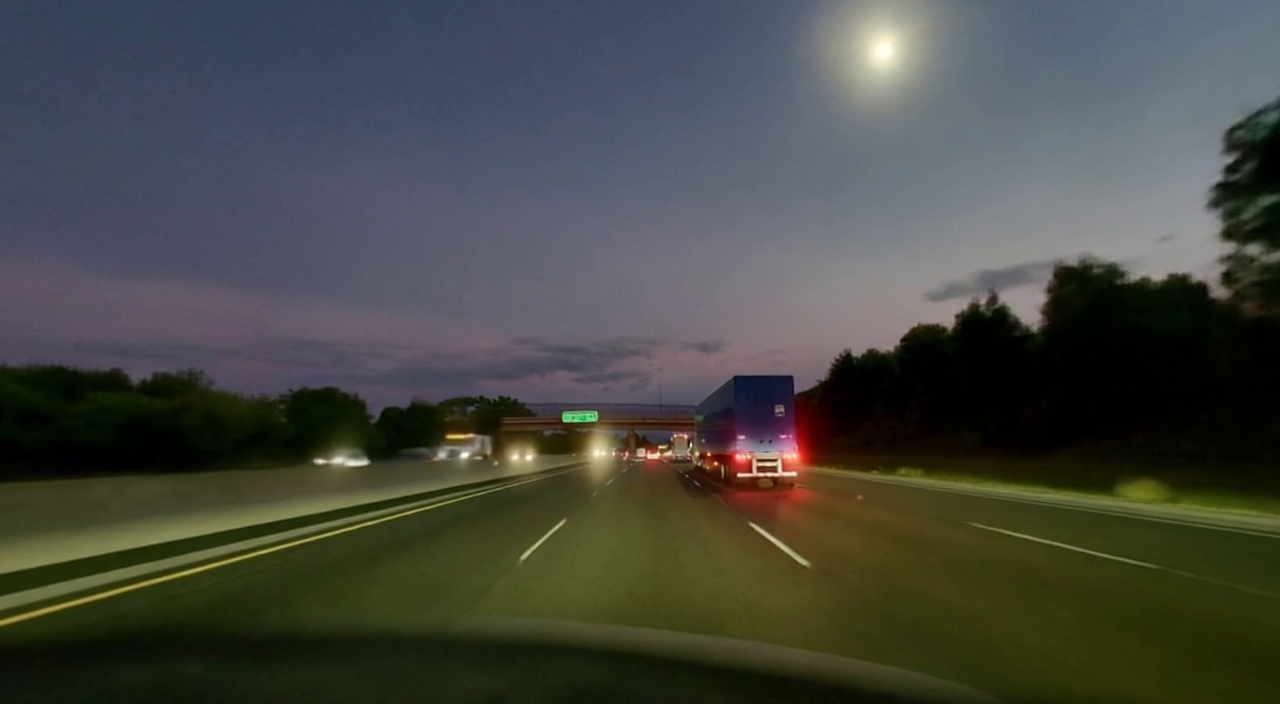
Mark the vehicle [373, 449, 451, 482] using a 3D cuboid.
[{"bbox_3d":[-10.600,5.304,29.694,1.954,1.449,4.358,0,-9,1],"label":"vehicle"}]

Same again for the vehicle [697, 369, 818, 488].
[{"bbox_3d":[4.618,3.684,28.600,2.825,4.054,14.210,0,-9,0],"label":"vehicle"}]

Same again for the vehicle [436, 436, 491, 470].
[{"bbox_3d":[-13.751,7.937,49.627,2.326,2.525,6.173,0,-9,2],"label":"vehicle"}]

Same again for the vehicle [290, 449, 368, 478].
[{"bbox_3d":[-17.543,6.298,35.849,1.981,1.481,4.641,0,-9,1],"label":"vehicle"}]
